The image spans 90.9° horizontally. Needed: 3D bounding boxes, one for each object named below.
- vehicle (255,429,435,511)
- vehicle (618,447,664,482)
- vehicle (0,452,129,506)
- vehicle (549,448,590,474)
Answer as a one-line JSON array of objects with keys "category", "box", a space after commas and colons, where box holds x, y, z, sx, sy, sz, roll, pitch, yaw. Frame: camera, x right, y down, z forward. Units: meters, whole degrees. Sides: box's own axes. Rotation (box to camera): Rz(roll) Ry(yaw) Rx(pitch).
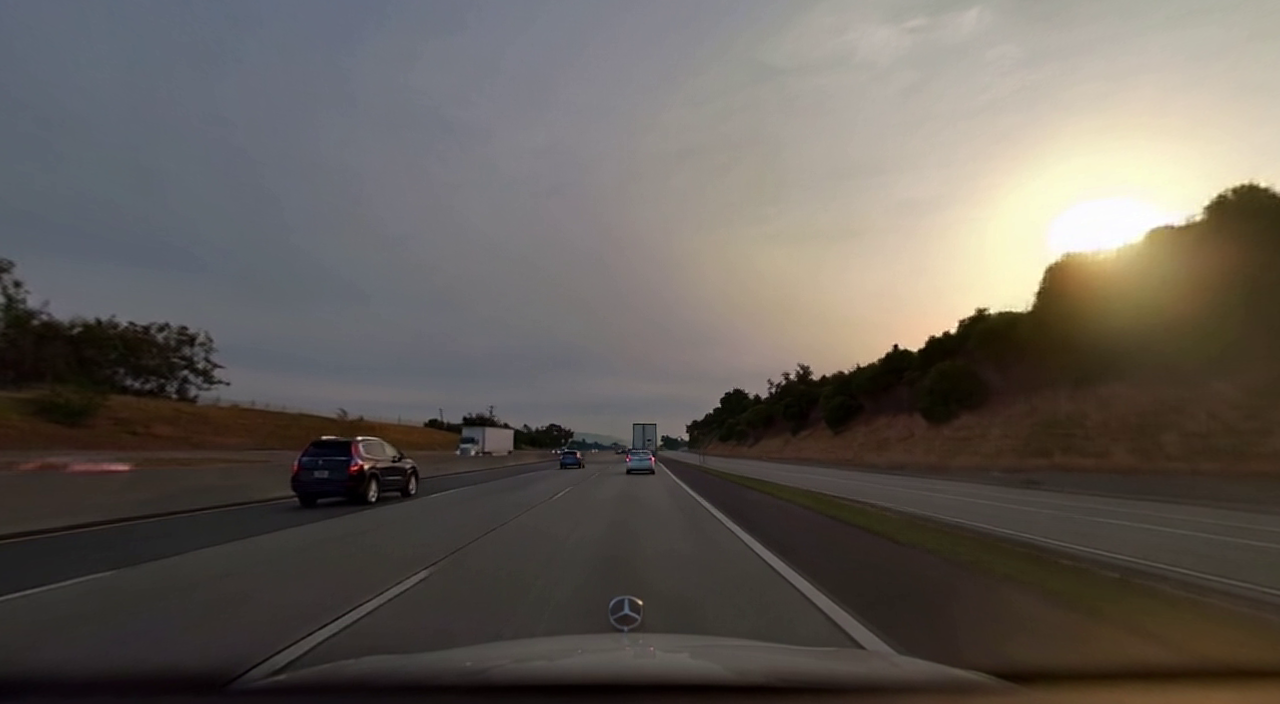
[{"category": "vehicle", "box": [-7.698, 3.150, 17.292, 2.316, 1.875, 5.337, 0, -9, 0]}, {"category": "vehicle", "box": [0.031, 5.109, 28.810, 1.991, 1.507, 3.391, 0, -9, -1]}, {"category": "vehicle", "box": [-18.539, 3.841, 19.516, 2.003, 1.482, 4.003, 0, -9, 0]}, {"category": "vehicle", "box": [-4.309, 6.754, 39.184, 2.018, 1.504, 4.431, 0, -9, 0]}]
